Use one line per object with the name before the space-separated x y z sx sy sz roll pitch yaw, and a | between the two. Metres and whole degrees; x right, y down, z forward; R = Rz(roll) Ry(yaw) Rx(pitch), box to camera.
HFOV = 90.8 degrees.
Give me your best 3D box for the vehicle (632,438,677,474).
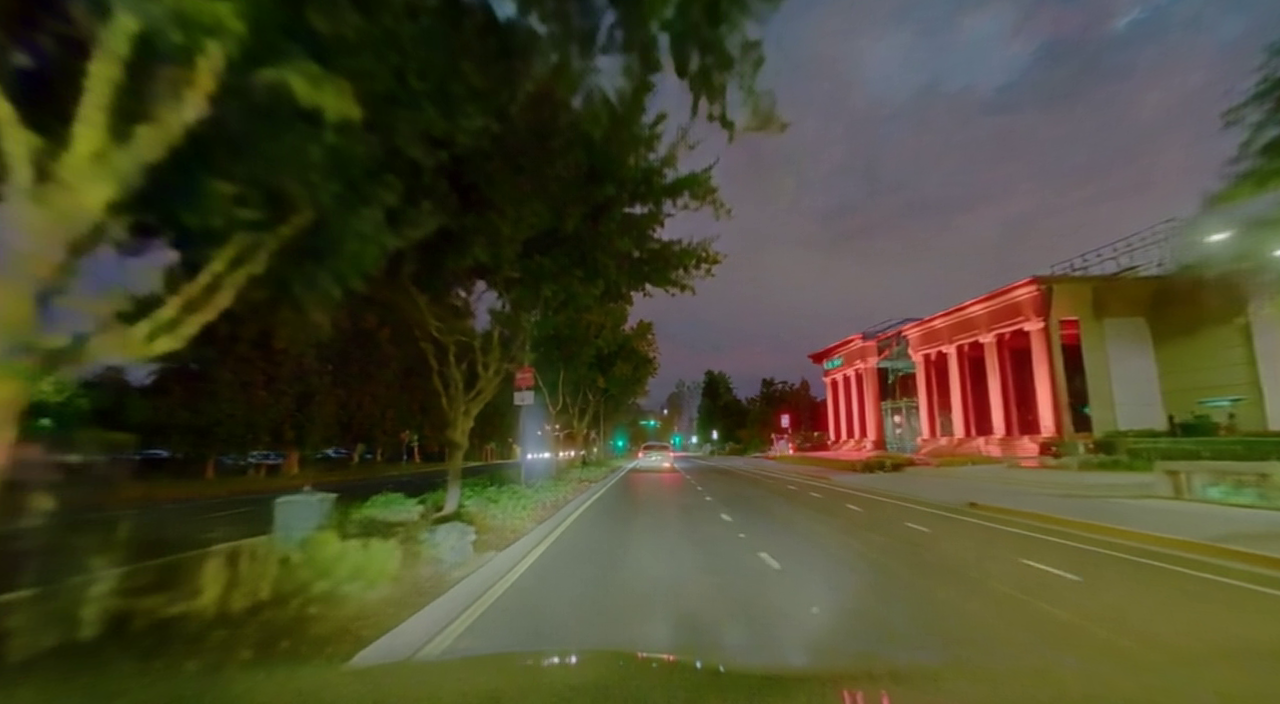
vehicle | 0.751 5.293 32.481 2.123 1.703 4.292 0 -8 1
